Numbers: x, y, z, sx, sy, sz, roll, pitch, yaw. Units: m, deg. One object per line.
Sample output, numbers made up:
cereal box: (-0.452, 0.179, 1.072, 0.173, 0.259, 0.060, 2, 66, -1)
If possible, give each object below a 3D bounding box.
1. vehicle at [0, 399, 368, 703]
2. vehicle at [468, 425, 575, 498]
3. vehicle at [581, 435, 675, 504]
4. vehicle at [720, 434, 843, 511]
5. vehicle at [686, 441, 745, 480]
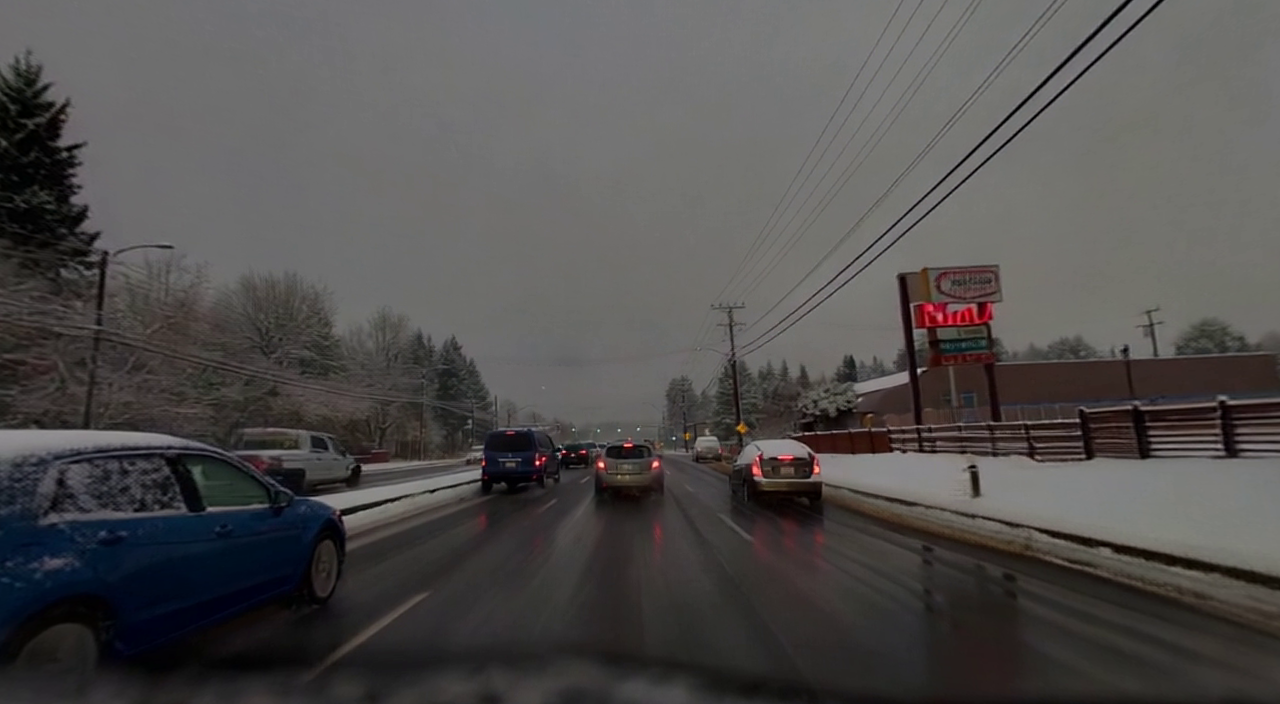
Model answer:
vehicle: (-3.310, 1.017, 3.039, 2.004, 1.454, 4.349, 0, -9, 1)
vehicle: (-3.262, 3.140, 18.459, 2.092, 1.839, 4.736, 0, -9, 1)
vehicle: (-0.267, 2.910, 16.008, 2.097, 1.511, 3.809, 0, -9, 0)
vehicle: (3.058, 2.681, 14.482, 1.880, 1.521, 3.724, 0, -9, -1)
vehicle: (3.102, 4.553, 26.782, 1.878, 1.479, 4.461, 0, -9, -1)
